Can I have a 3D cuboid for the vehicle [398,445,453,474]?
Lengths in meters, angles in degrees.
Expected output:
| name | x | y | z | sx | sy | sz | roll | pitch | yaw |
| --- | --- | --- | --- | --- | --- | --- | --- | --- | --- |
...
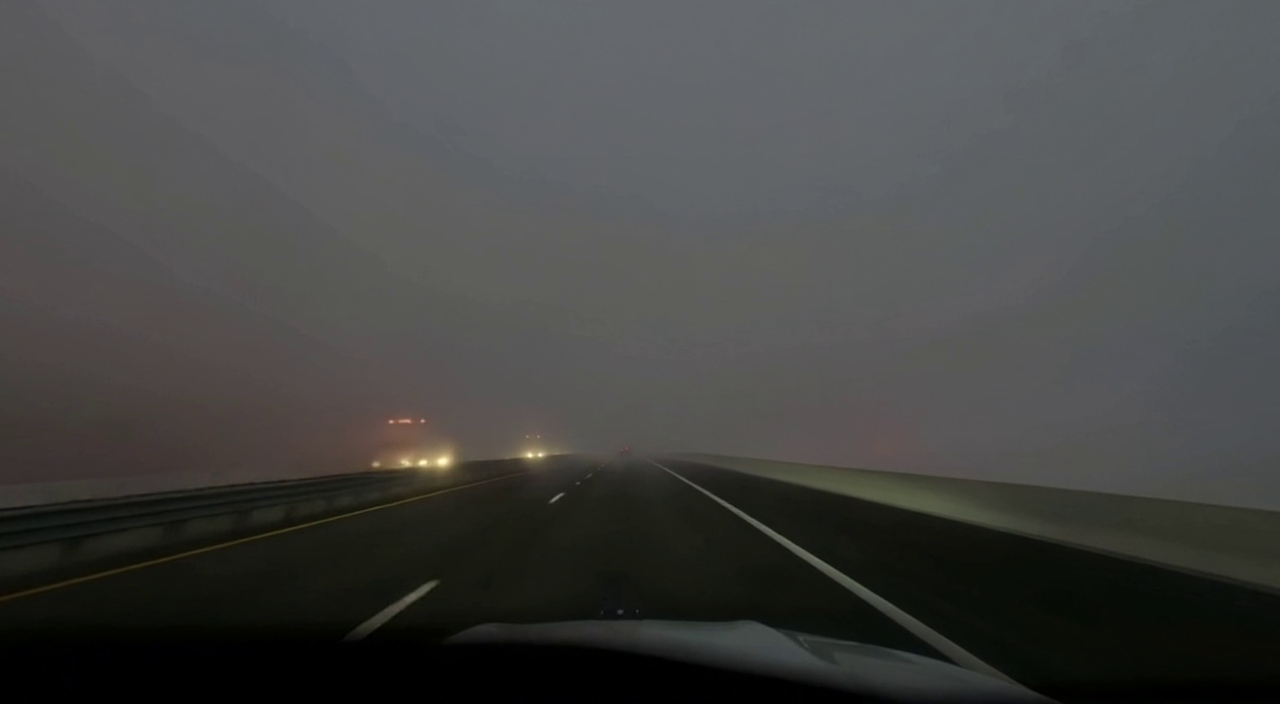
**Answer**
| name | x | y | z | sx | sy | sz | roll | pitch | yaw |
| --- | --- | --- | --- | --- | --- | --- | --- | --- | --- |
| vehicle | -13.204 | 6.623 | 38.827 | 1.944 | 1.607 | 4.344 | 0 | -9 | -2 |
